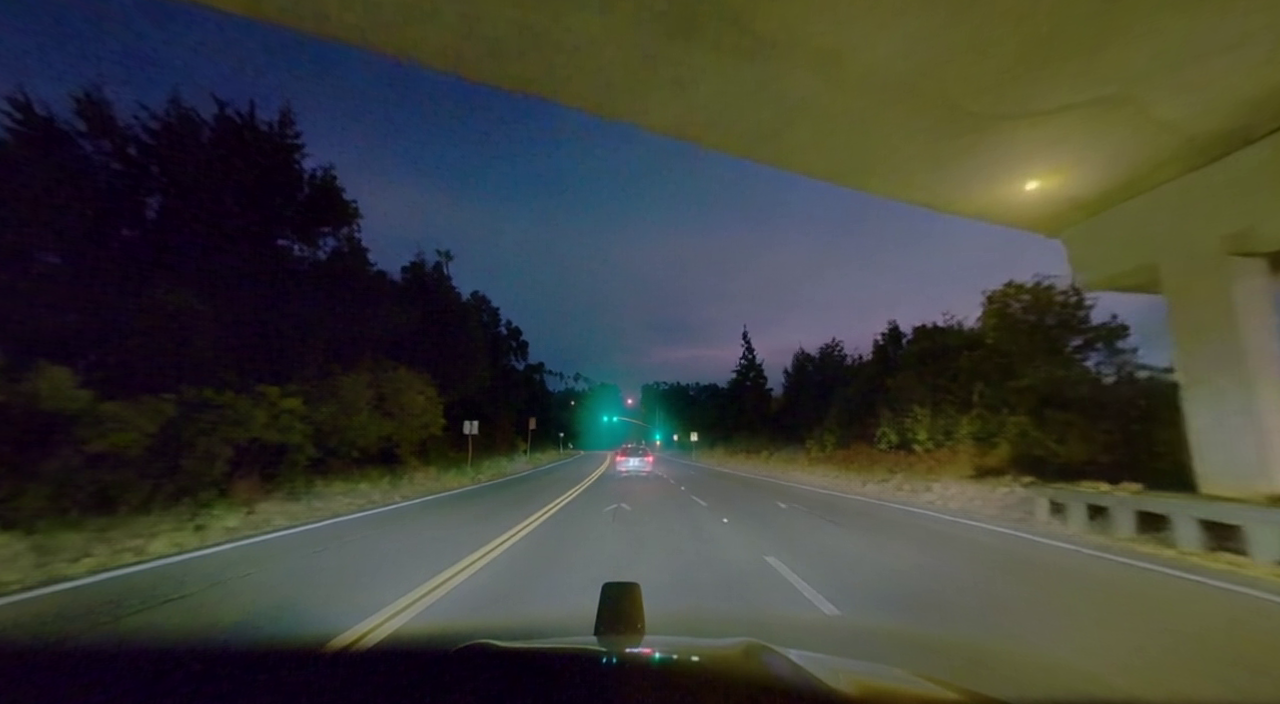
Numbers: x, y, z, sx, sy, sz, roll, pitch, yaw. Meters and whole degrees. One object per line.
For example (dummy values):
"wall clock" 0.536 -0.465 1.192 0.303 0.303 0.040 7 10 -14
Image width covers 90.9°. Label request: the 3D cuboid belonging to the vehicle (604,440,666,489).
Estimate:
"vehicle" -0.188 3.988 22.573 2.037 1.601 3.643 0 -9 -1
